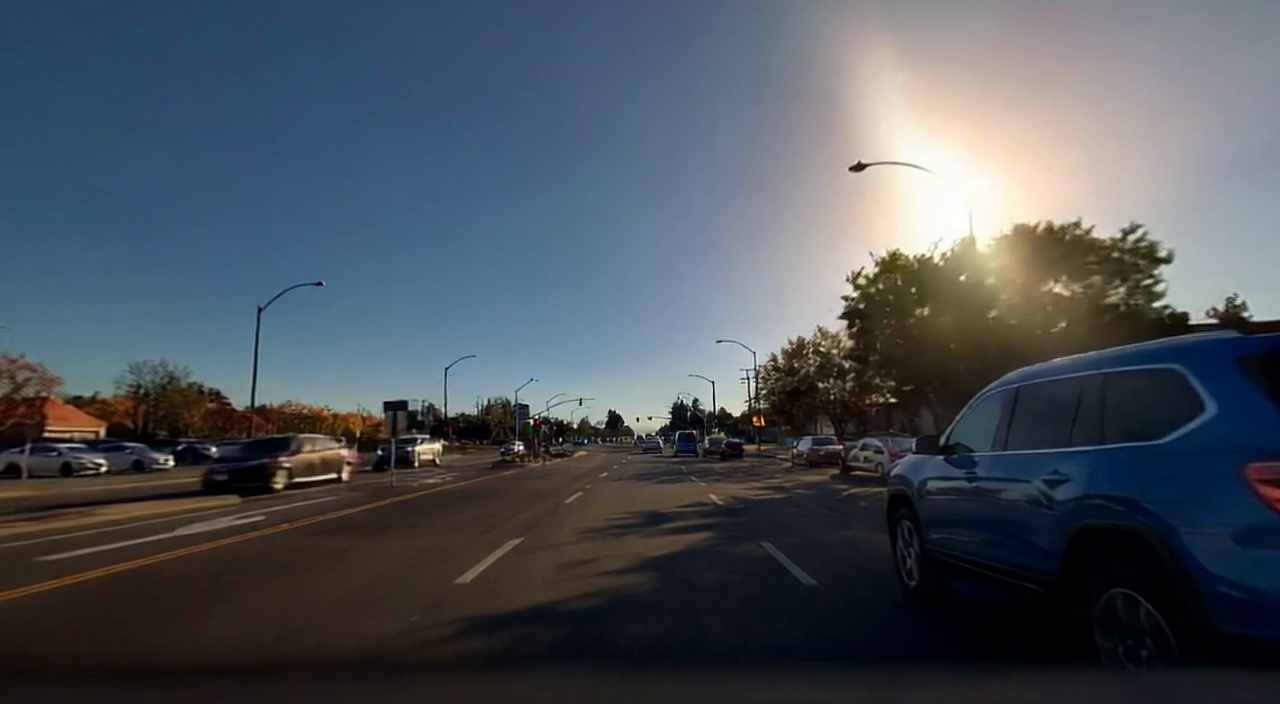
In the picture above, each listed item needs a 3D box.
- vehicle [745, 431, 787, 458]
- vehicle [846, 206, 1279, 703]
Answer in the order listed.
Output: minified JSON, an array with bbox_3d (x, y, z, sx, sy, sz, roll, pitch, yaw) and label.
[{"bbox_3d":[8.260,6.095,41.484,1.960,1.693,4.452,0,-8,2],"label":"vehicle"},{"bbox_3d":[3.069,0.802,3.538,2.246,1.963,4.777,0,-8,1],"label":"vehicle"}]
